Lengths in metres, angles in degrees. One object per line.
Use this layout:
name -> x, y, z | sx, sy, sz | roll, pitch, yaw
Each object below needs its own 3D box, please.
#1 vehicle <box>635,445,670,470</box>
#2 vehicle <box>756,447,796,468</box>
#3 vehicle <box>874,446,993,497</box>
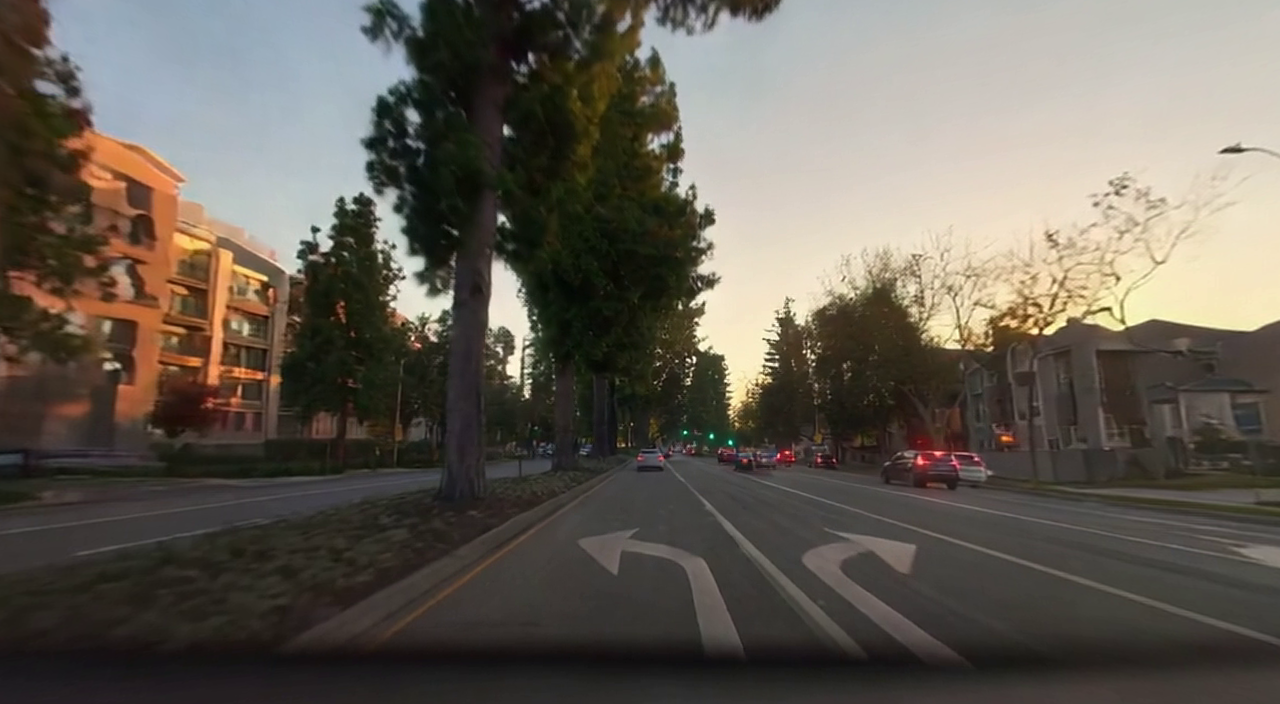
vehicle -> 0.728, 6.556, 39.367 | 2.077, 1.477, 3.897 | 0, -8, 0
vehicle -> 9.934, 7.734, 46.495 | 1.888, 1.472, 4.350 | 0, -8, -1
vehicle -> 9.491, 3.865, 20.839 | 2.020, 1.472, 3.958 | 0, -8, 0
